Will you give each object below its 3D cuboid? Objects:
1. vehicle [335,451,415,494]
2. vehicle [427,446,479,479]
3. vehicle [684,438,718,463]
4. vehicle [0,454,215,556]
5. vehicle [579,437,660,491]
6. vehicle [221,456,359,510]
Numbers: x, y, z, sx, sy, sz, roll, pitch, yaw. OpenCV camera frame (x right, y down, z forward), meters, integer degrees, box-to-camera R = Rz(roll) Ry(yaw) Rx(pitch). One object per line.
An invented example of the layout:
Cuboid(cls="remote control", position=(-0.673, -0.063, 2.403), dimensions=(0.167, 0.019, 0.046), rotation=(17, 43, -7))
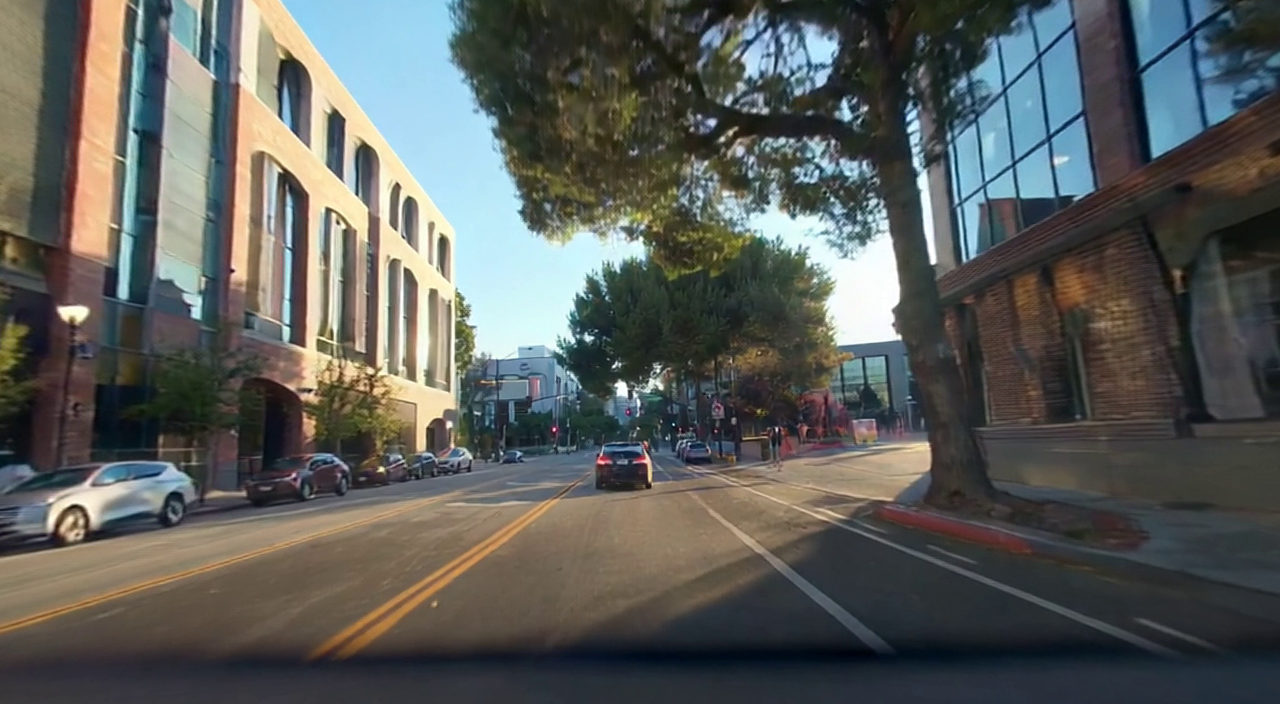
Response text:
Cuboid(cls="vehicle", position=(-12.213, 5.540, 29.400), dimensions=(1.976, 1.577, 4.091), rotation=(-5, -8, -1))
Cuboid(cls="vehicle", position=(-12.180, 7.208, 41.476), dimensions=(2.090, 1.784, 4.832), rotation=(-4, -8, -2))
Cuboid(cls="vehicle", position=(4.234, 6.948, 44.583), dimensions=(1.924, 1.645, 4.528), rotation=(-1, -8, -1))
Cuboid(cls="vehicle", position=(-11.948, 3.133, 13.742), dimensions=(2.077, 1.732, 4.704), rotation=(0, -8, 0))
Cuboid(cls="vehicle", position=(-0.597, 3.428, 19.736), dimensions=(2.269, 1.479, 3.980), rotation=(0, -8, -1))
Cuboid(cls="vehicle", position=(-11.861, 4.432, 21.885), dimensions=(1.991, 1.507, 4.879), rotation=(0, -8, 0))
